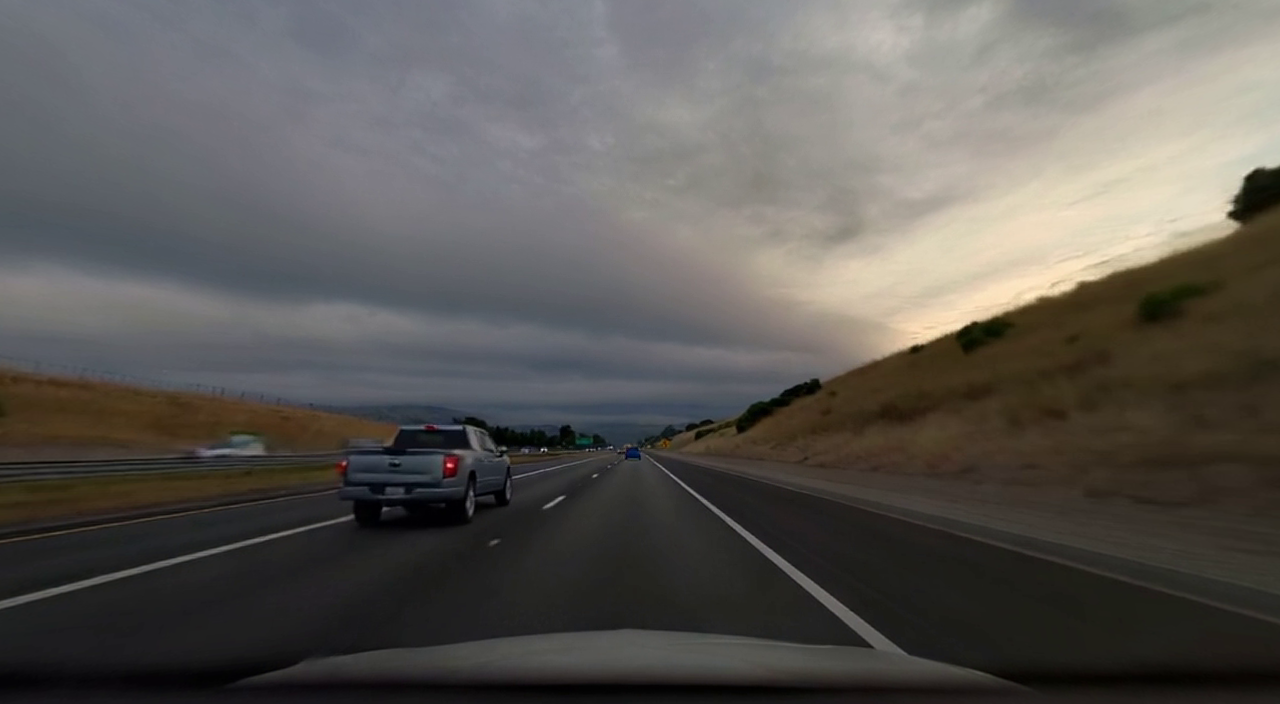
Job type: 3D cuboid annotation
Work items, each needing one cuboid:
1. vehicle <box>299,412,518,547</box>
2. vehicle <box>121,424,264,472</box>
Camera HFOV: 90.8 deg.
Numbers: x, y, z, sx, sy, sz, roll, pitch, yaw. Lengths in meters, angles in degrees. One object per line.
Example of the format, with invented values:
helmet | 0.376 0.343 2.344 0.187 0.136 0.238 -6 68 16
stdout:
vehicle | -3.633 2.122 11.113 1.942 1.828 4.868 0 -9 1
vehicle | -15.636 3.415 22.418 1.756 1.488 4.446 0 -9 1
